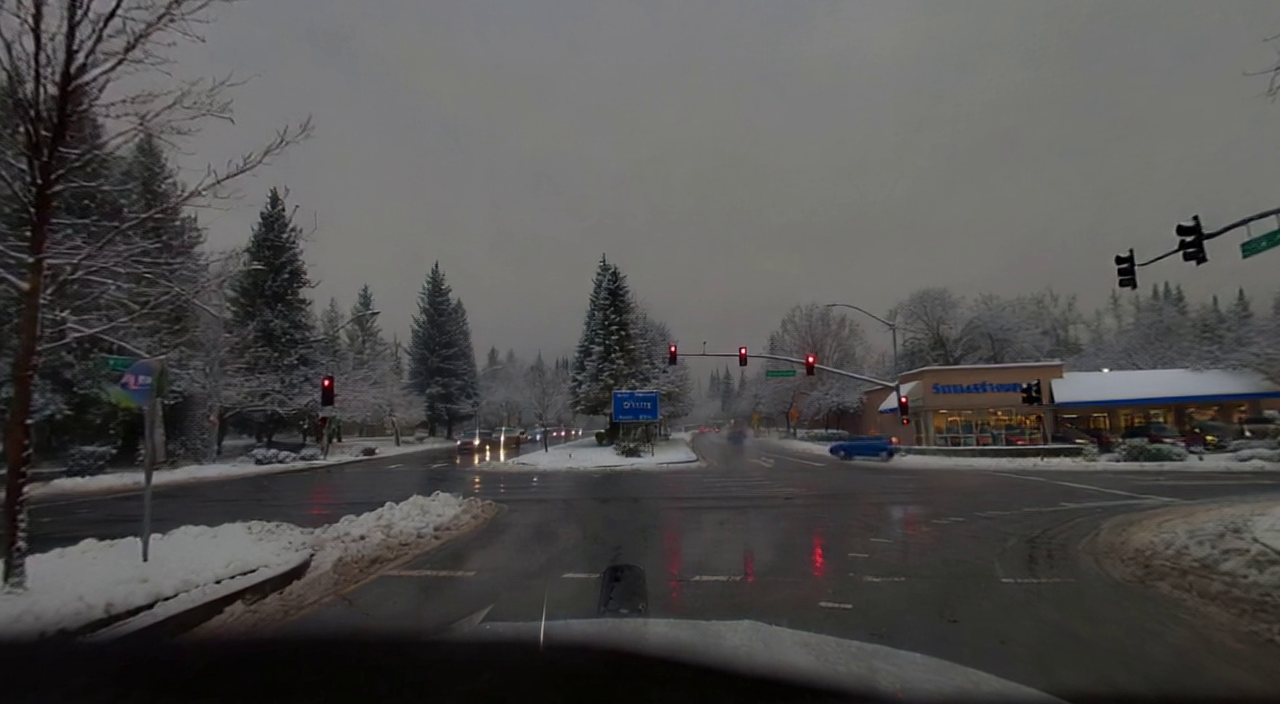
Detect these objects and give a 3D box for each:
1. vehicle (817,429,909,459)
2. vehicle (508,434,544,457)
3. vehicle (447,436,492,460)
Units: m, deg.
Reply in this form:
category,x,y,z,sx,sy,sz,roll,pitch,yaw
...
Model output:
category,x,y,z,sx,sy,sz,roll,pitch,yaw
vehicle,13.029,5.418,37.125,1.936,1.664,4.667,8,-12,-43
vehicle,-8.073,6.669,45.078,1.920,1.546,4.086,0,-9,-1
vehicle,-11.765,6.681,43.880,2.111,1.499,4.371,0,-9,-3
